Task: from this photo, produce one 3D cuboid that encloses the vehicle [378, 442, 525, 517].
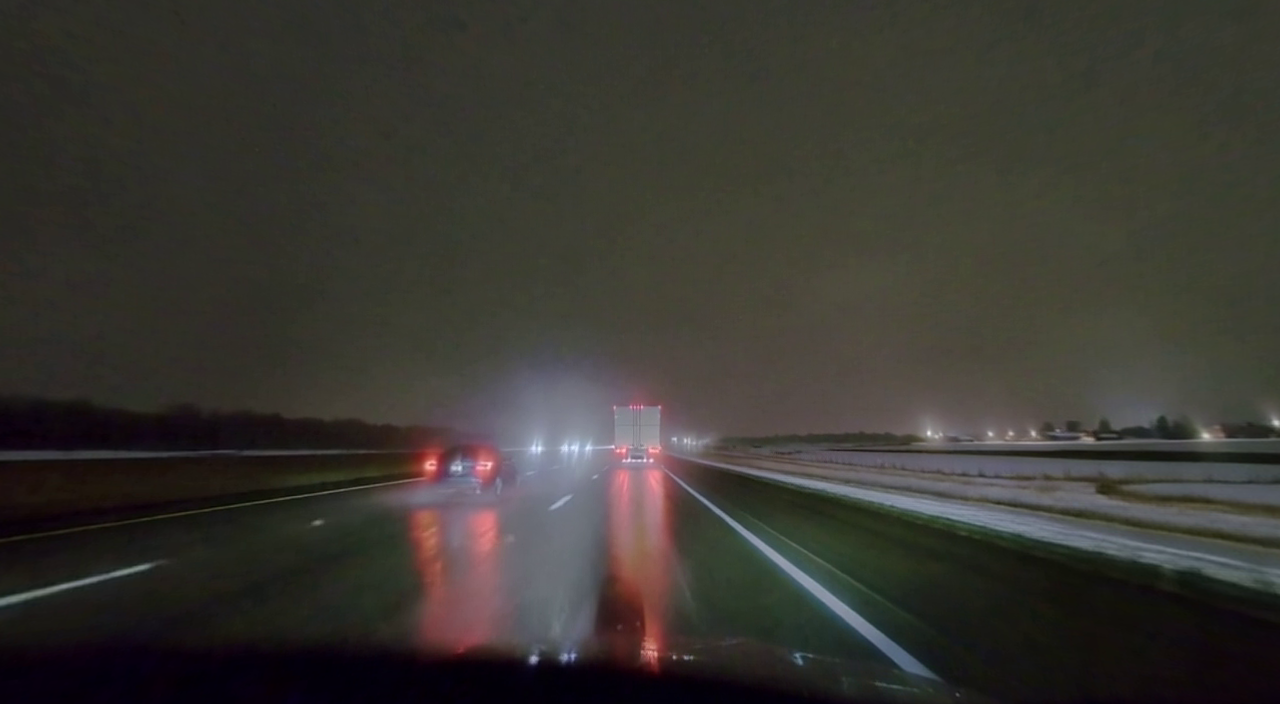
[{"bbox_3d":[-4.193,2.915,15.051,1.892,1.471,5.047,0,-9,1],"label":"vehicle"}]
